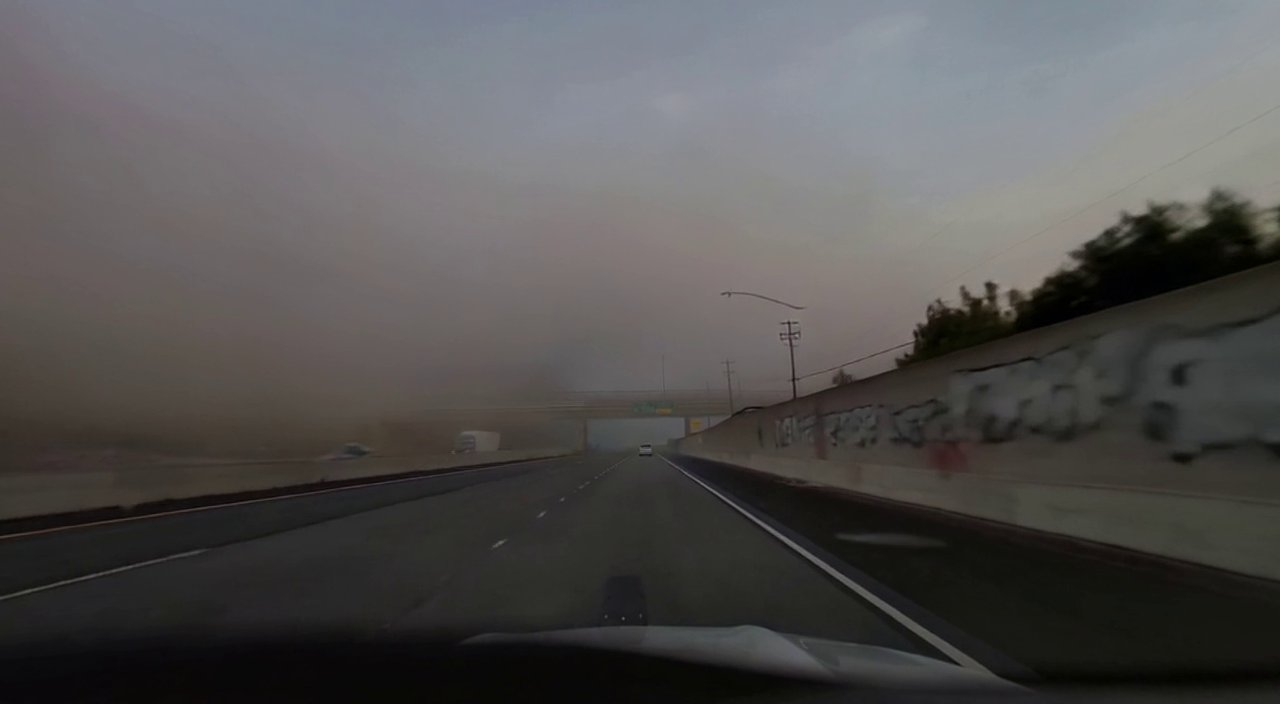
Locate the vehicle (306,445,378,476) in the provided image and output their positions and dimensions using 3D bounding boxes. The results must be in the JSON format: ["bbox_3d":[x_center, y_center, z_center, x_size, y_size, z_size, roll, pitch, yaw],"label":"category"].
[{"bbox_3d":[-16.262,5.921,34.632,1.909,1.562,4.163,-1,-9,0],"label":"vehicle"}]
